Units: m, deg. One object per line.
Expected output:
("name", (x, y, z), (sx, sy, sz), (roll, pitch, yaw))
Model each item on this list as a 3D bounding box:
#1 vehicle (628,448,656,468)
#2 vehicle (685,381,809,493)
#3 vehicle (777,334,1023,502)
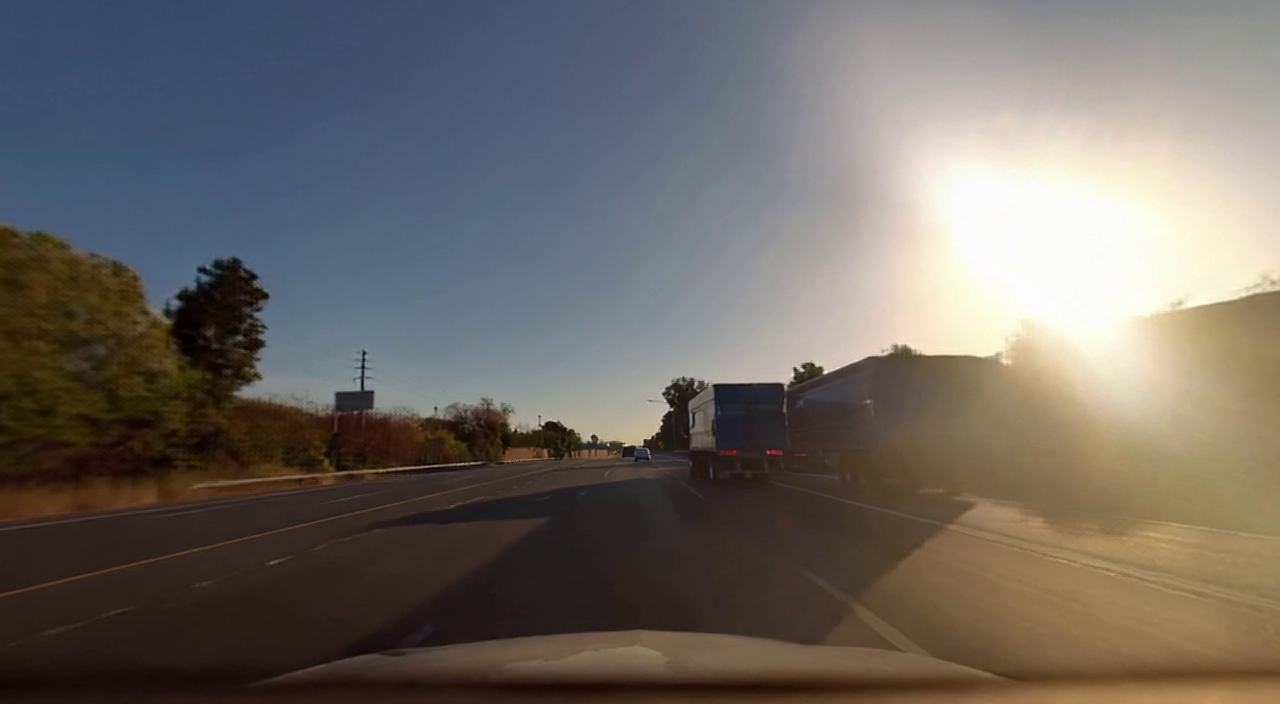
("vehicle", (0.188, 8.267, 49.087), (2.083, 1.473, 3.923), (0, -9, 0))
("vehicle", (3.495, 3.138, 22.759), (2.859, 3.332, 7.735), (0, -9, -2))
("vehicle", (7.910, 2.554, 22.191), (3.268, 4.172, 12.771), (-1, -8, 1))
